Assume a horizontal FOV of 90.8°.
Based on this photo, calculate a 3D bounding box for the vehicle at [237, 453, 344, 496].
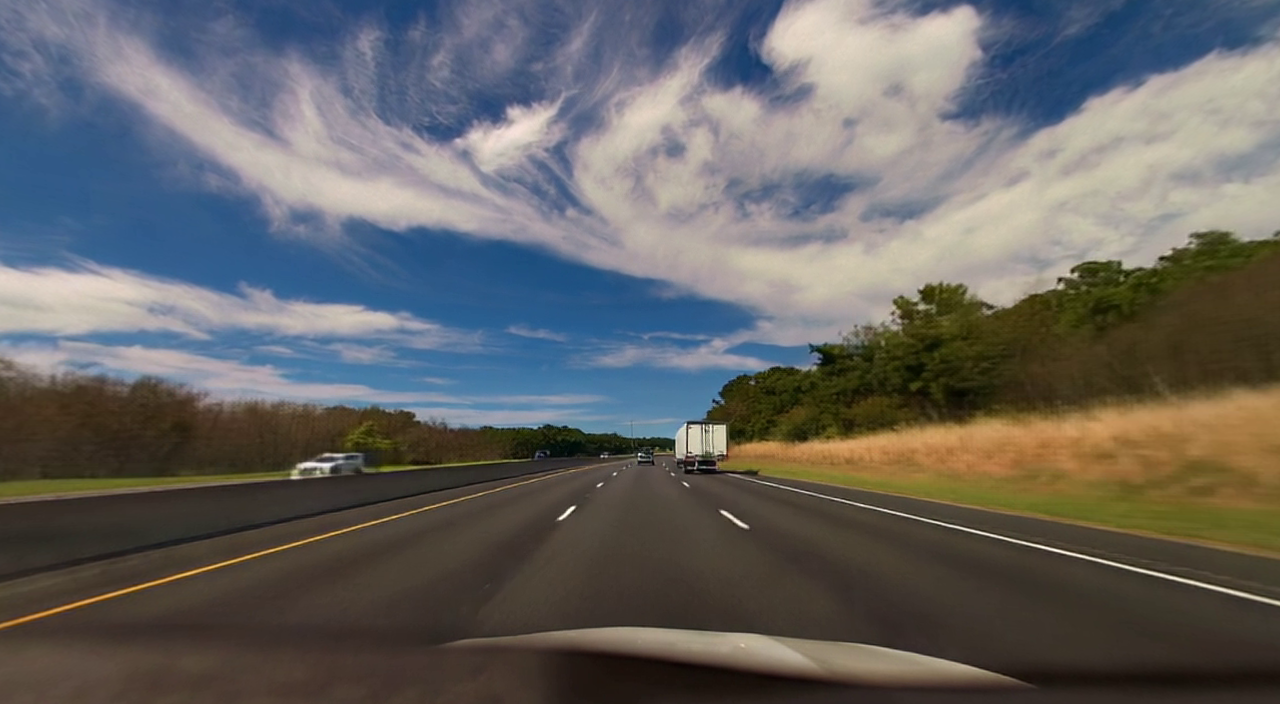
[{"bbox_3d":[-14.775,5.175,27.044,1.914,1.652,4.631,0,-9,0],"label":"vehicle"}]

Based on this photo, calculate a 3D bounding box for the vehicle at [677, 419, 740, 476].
[{"bbox_3d":[4.336,6.365,42.027,2.960,3.381,8.914,0,-9,-1],"label":"vehicle"}]
